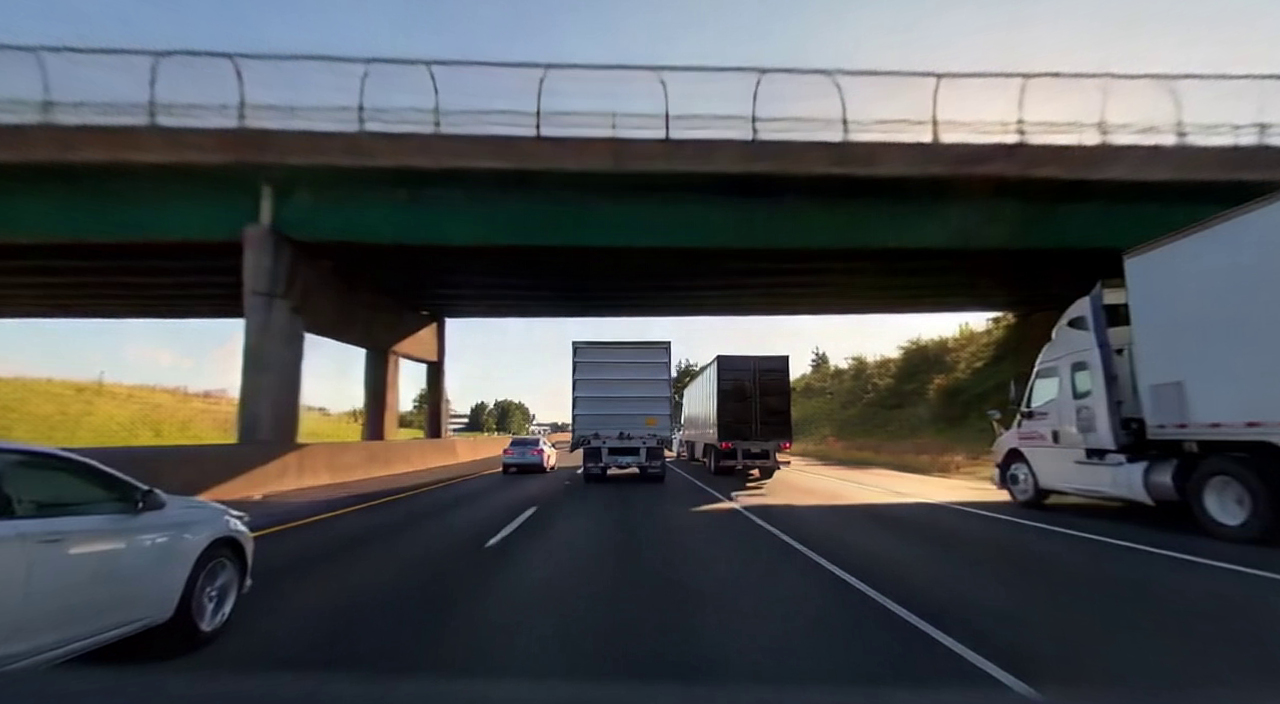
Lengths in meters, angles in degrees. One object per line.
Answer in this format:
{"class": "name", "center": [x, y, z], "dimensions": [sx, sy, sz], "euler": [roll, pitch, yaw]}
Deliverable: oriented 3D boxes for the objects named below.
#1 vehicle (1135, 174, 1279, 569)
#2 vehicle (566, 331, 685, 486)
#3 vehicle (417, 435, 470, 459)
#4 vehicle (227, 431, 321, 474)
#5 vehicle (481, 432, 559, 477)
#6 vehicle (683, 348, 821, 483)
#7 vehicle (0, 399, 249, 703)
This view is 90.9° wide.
{"class": "vehicle", "center": [8.299, -0.452, 1.819], "dimensions": [3.000, 4.114, 13.063], "euler": [0, -8, -1]}
{"class": "vehicle", "center": [-0.556, 2.179, 21.880], "dimensions": [3.090, 4.065, 10.702], "euler": [0, -8, -2]}
{"class": "vehicle", "center": [-12.723, 6.178, 41.128], "dimensions": [2.060, 1.479, 4.264], "euler": [0, -8, 0]}
{"class": "vehicle", "center": [-20.067, 5.485, 34.868], "dimensions": [2.246, 2.109, 5.095], "euler": [-2, -8, -1]}
{"class": "vehicle", "center": [-4.186, 3.610, 22.535], "dimensions": [2.049, 1.483, 3.786], "euler": [0, -8, 0]}
{"class": "vehicle", "center": [3.620, 2.589, 23.976], "dimensions": [2.817, 3.886, 11.491], "euler": [0, -8, -2]}
{"class": "vehicle", "center": [-3.534, 0.822, 1.774], "dimensions": [1.894, 1.460, 4.662], "euler": [0, -8, 0]}
